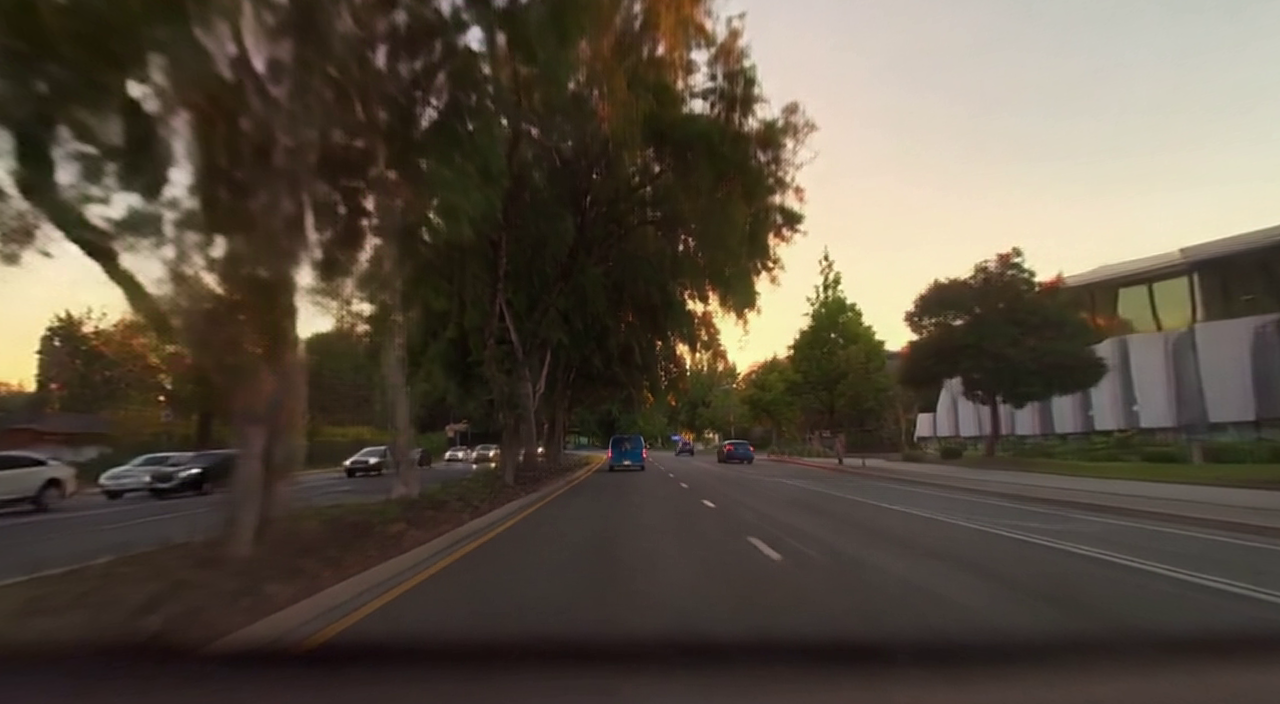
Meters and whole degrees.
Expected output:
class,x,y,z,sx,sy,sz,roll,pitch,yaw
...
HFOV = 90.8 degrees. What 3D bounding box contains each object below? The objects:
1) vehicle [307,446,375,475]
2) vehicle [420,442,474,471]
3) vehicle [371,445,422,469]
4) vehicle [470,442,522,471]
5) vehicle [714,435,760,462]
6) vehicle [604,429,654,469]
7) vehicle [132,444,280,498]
class,x,y,z,sx,sy,sz,roll,pitch,yaw
vehicle,-18.630,6.744,39.631,1.980,1.712,4.535,0,-8,1
vehicle,-11.414,6.191,37.655,1.904,1.622,4.225,0,-8,-1
vehicle,-18.400,7.934,47.990,1.999,1.682,4.914,0,-8,-1
vehicle,-8.001,5.825,35.409,1.964,1.478,4.368,0,-8,-1
vehicle,6.778,6.835,44.816,2.364,1.781,4.854,0,-8,-2
vehicle,-0.547,5.112,33.399,2.411,1.937,5.186,0,-8,-1
vehicle,-14.728,4.000,21.808,1.950,1.655,4.395,0,-8,0
